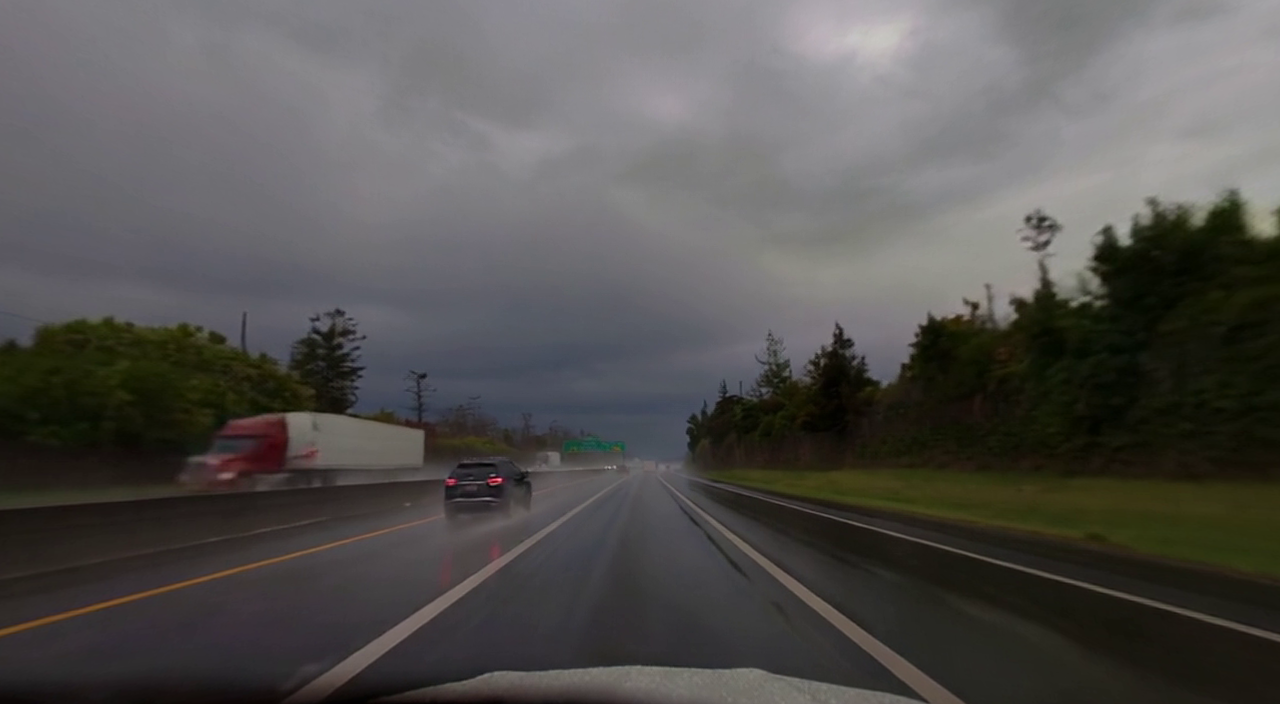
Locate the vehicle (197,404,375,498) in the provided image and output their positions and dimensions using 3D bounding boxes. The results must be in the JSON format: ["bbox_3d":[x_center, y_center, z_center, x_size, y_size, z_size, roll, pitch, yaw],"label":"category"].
[{"bbox_3d":[-17.350,5.168,32.230,2.932,3.942,10.132,1,-10,1],"label":"vehicle"}]

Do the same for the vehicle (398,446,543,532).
[{"bbox_3d":[-3.739,3.164,14.946,2.053,1.657,4.725,1,-10,1],"label":"vehicle"}]
